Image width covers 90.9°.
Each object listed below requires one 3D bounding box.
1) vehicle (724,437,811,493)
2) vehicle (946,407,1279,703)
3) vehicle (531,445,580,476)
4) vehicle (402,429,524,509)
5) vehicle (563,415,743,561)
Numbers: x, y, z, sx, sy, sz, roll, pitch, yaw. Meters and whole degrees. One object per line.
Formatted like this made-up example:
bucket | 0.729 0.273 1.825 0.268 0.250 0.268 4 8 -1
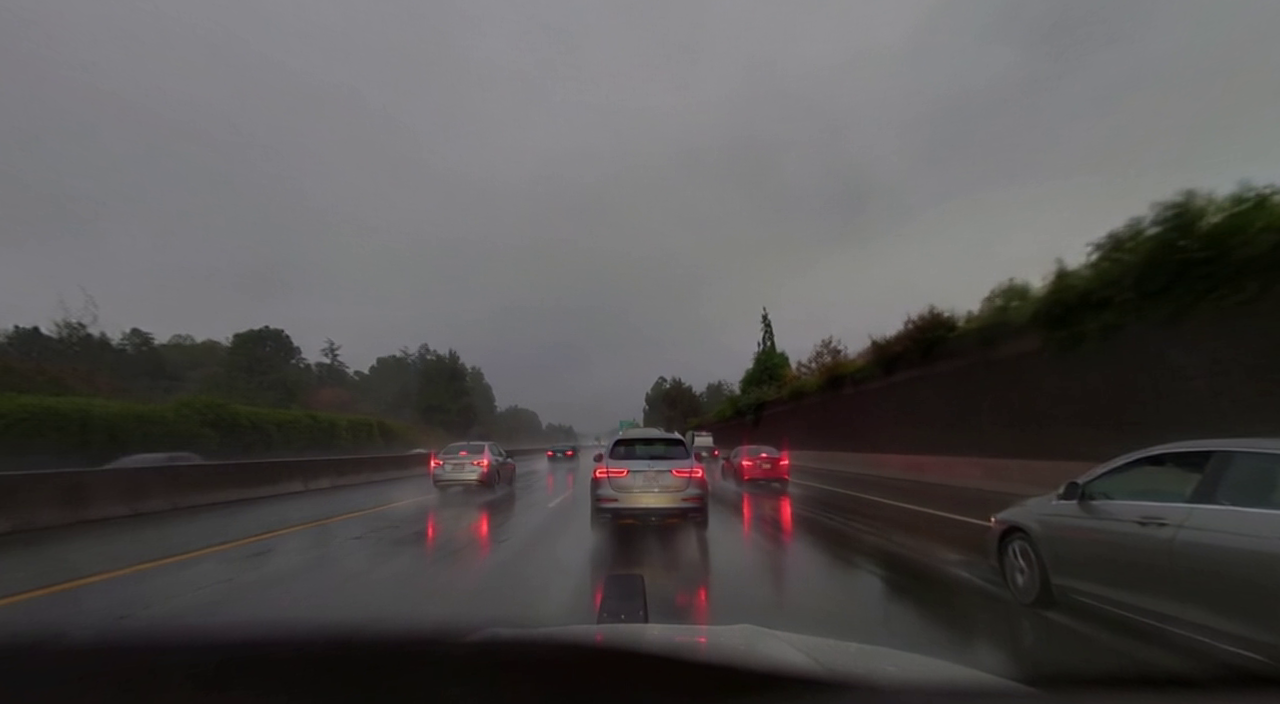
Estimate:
vehicle | 3.952 3.571 20.219 1.905 1.590 3.746 0 -9 -2
vehicle | 3.680 1.039 3.198 1.953 1.434 4.511 0 -9 0
vehicle | -4.196 5.457 31.847 1.910 1.468 3.781 0 -9 1
vehicle | -4.213 2.856 15.699 1.890 1.708 3.844 0 -9 0
vehicle | 0.137 1.897 9.357 2.093 1.695 3.782 0 -9 0
